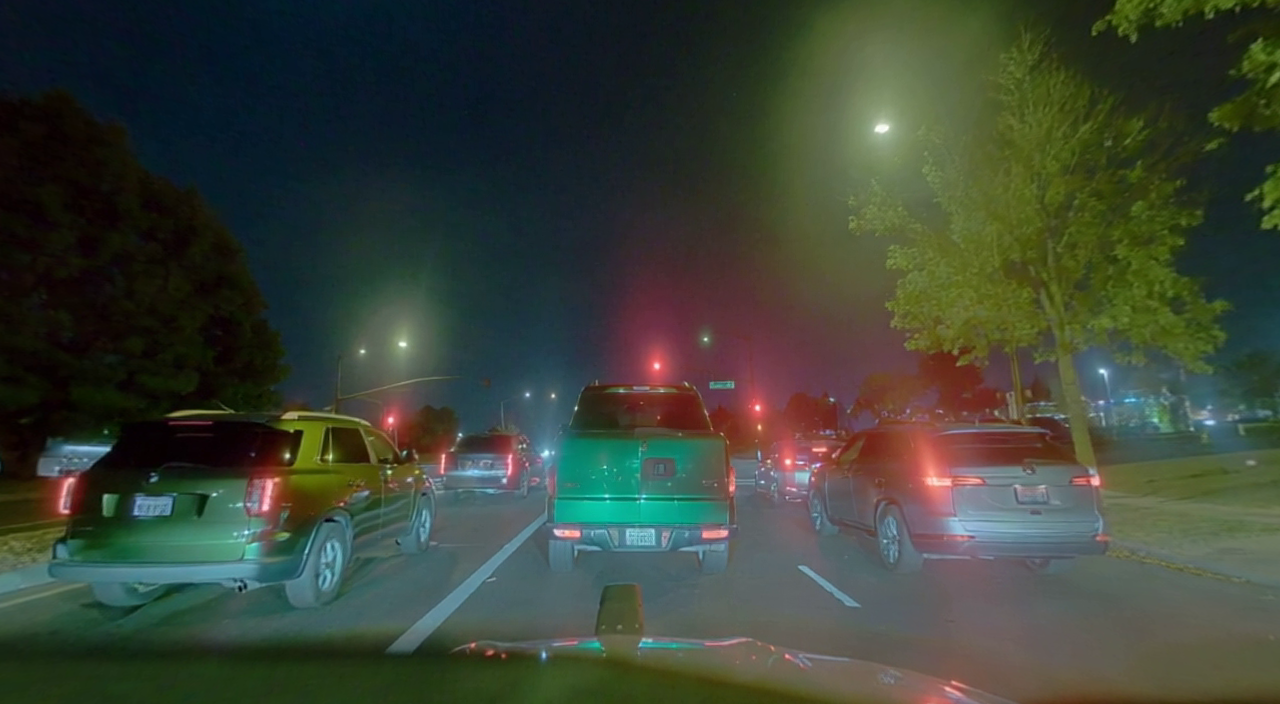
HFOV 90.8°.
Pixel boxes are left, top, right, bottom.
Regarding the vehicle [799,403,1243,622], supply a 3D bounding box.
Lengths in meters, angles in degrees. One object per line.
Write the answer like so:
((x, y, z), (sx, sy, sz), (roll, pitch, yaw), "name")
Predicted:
((3.469, 1.547, 7.049), (2.202, 1.657, 4.298), (0, -9, -1), "vehicle")

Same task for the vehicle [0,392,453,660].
((-3.376, 1.369, 5.982), (1.961, 1.639, 4.064), (0, -9, 0), "vehicle")

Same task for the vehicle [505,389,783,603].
((0.015, 1.481, 7.241), (2.294, 1.761, 3.857), (0, -9, -1), "vehicle")
